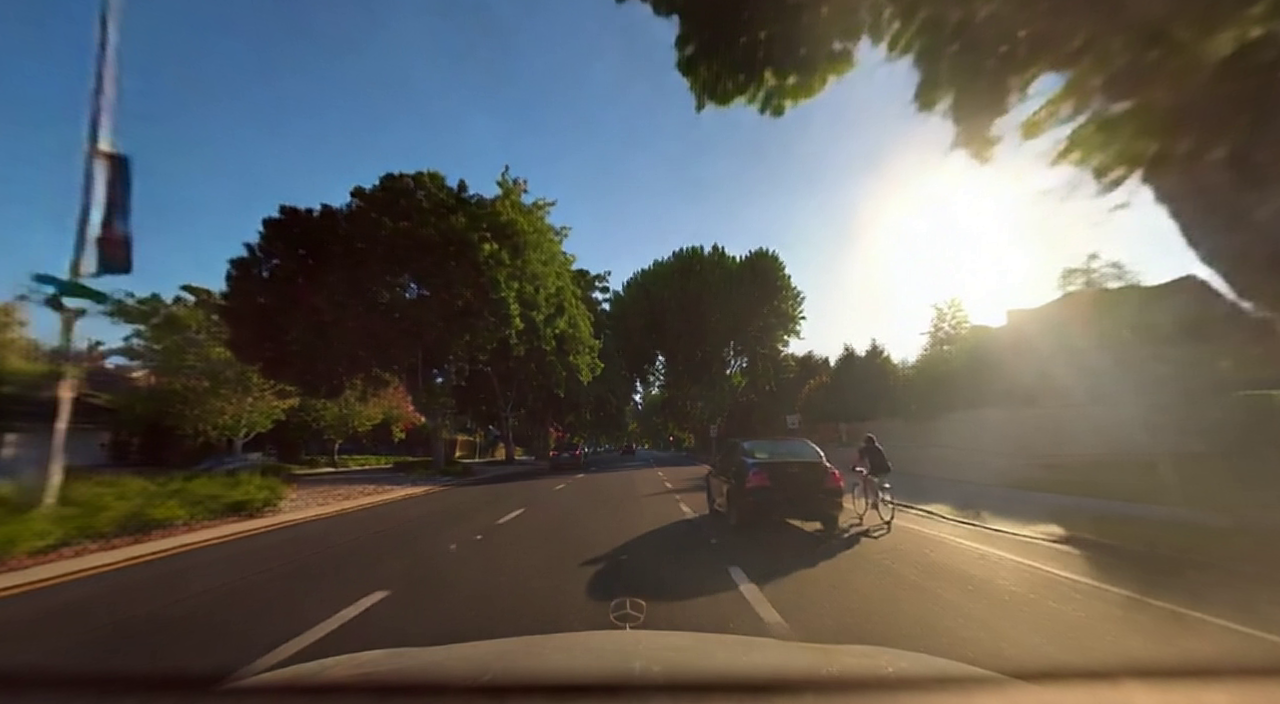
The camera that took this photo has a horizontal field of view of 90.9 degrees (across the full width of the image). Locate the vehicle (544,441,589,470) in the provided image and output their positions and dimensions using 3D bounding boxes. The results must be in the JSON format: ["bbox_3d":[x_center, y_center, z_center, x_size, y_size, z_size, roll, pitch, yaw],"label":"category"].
[{"bbox_3d":[-4.108,5.866,35.890,2.011,1.480,4.517,0,-9,0],"label":"vehicle"}]

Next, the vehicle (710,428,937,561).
[{"bbox_3d":[2.372,1.983,9.550,1.992,1.511,4.464,1,-9,-1],"label":"vehicle"}]

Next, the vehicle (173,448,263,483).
[{"bbox_3d":[-21.936,5.884,32.966,1.816,1.717,4.024,0,-9,0],"label":"vehicle"}]
